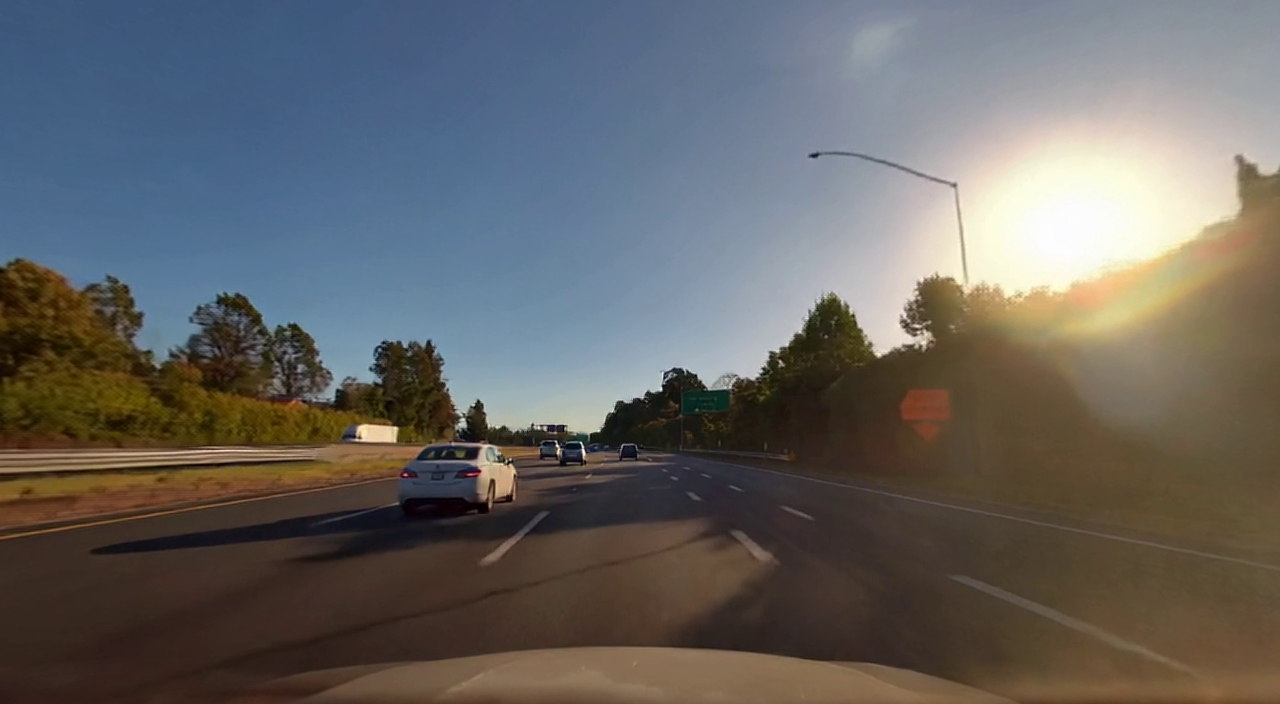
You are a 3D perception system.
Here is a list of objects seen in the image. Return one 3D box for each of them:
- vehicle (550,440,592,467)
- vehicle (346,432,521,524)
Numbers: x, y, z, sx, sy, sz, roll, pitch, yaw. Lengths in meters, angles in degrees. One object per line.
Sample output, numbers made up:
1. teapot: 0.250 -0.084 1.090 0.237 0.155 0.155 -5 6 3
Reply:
1. vehicle: -4.080 6.079 37.928 2.068 1.501 4.395 0 -8 -1
2. vehicle: -3.832 2.413 12.702 2.025 1.506 4.429 0 -8 0
